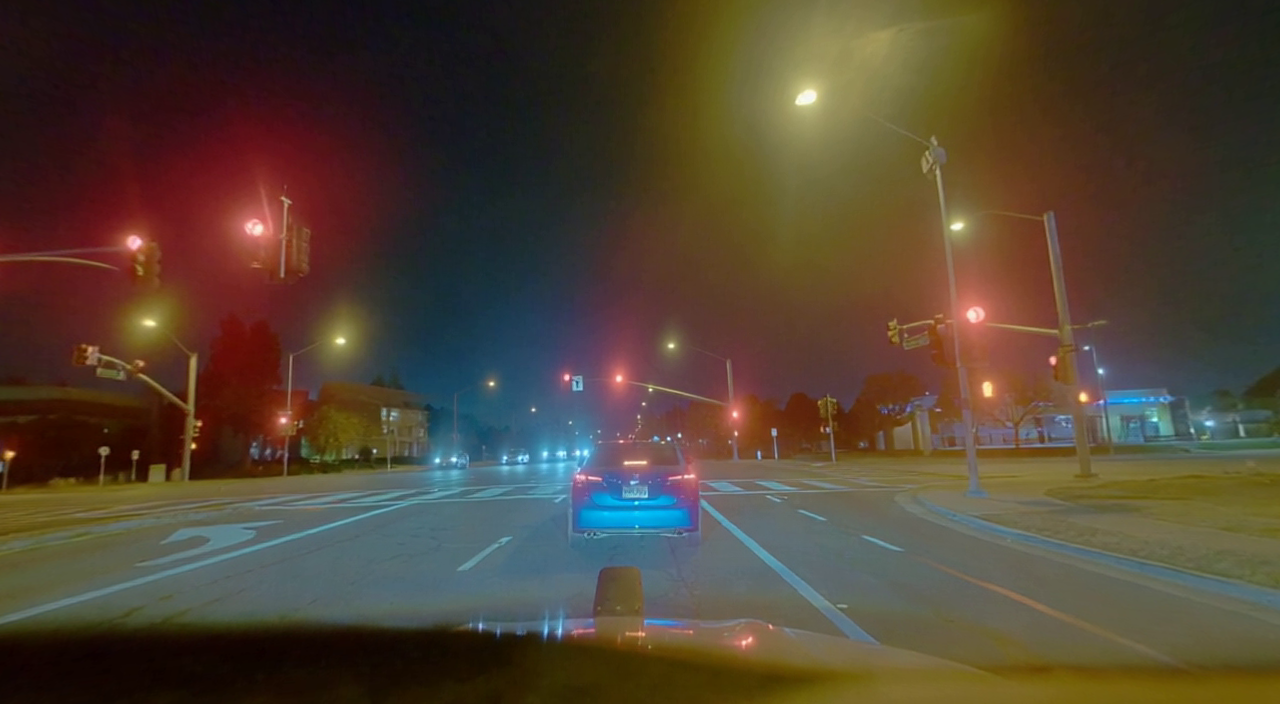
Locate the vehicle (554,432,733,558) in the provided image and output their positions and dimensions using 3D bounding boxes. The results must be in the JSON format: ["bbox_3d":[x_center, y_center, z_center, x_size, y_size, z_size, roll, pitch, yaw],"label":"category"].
[{"bbox_3d":[0.009,1.996,9.531,2.107,1.470,3.974,0,-9,-1],"label":"vehicle"}]
